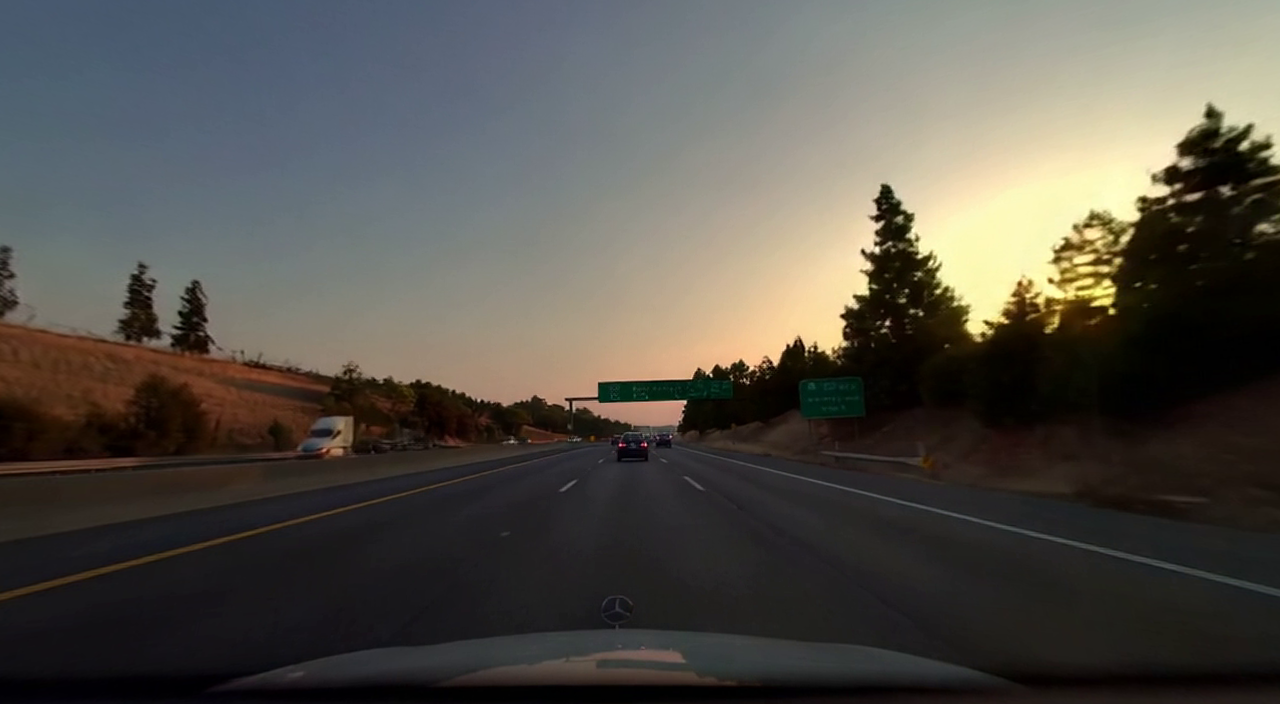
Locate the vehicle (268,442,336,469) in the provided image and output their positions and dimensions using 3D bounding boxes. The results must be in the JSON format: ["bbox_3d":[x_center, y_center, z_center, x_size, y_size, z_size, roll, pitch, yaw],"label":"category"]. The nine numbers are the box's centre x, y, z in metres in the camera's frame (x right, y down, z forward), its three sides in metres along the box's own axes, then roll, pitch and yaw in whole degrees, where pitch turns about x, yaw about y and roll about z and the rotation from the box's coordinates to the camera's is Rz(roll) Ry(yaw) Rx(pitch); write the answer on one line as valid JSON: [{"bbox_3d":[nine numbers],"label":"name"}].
[{"bbox_3d":[-19.449,5.925,36.439,1.781,1.430,3.836,0,-8,0],"label":"vehicle"}]

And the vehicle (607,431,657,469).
[{"bbox_3d":[-0.366,4.367,28.306,2.094,1.600,3.666,0,-8,-1],"label":"vehicle"}]
